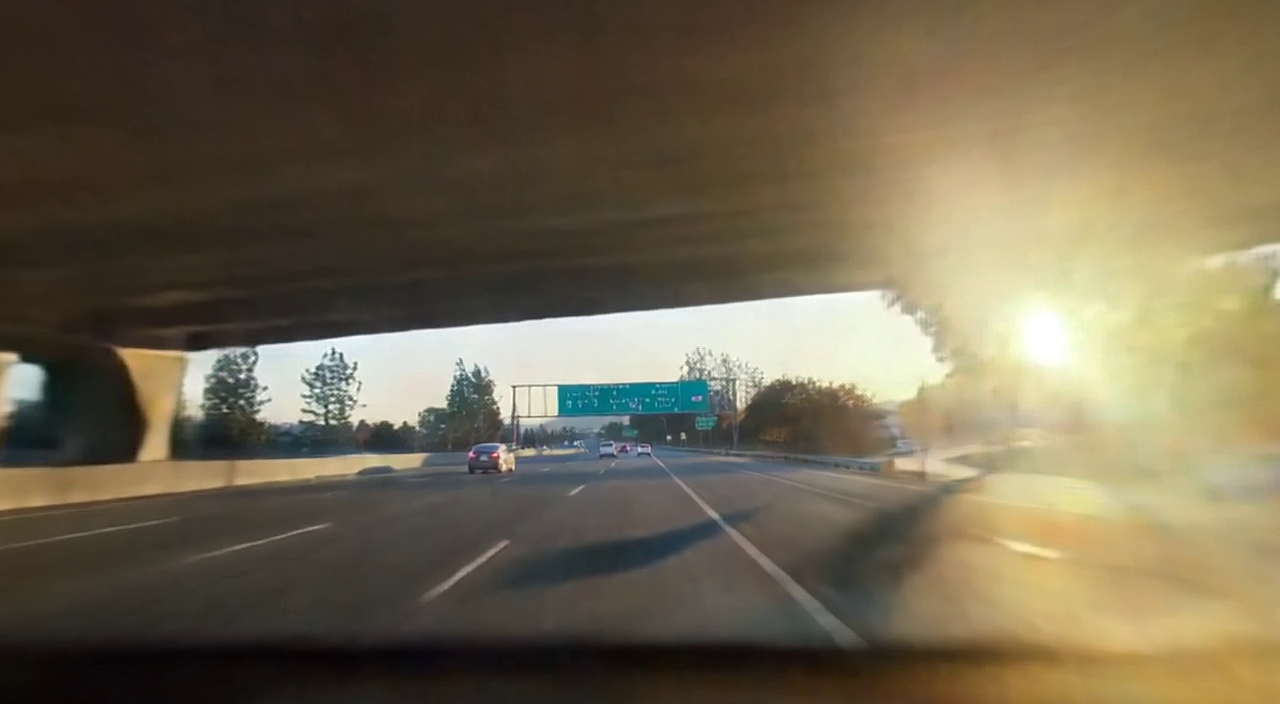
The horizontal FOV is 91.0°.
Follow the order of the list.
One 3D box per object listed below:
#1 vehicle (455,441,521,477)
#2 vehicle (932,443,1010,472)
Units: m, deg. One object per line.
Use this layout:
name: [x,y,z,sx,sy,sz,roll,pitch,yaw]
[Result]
vehicle: [-6.967,4.935,29.297,1.985,1.513,4.172,0,-9,1]
vehicle: [18.670,5.958,35.808,1.989,1.529,4.791,0,-9,2]
